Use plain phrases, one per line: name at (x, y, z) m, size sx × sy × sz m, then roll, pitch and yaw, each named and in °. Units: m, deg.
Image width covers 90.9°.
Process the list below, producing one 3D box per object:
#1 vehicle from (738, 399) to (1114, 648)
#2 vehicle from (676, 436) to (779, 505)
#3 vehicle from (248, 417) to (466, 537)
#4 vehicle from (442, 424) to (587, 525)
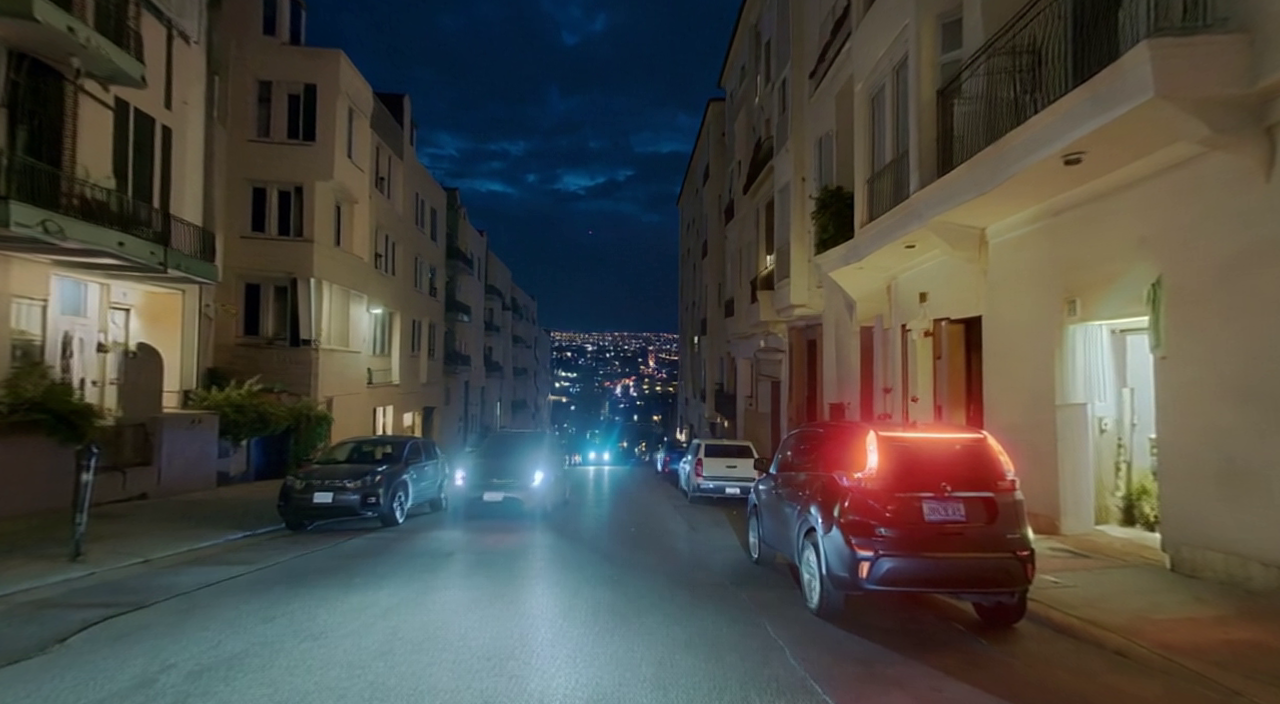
vehicle at (2.261, 1.433, 6.321) m, size 1.839 × 1.678 × 3.918 m, roll 0°, pitch -8°, yaw -1°
vehicle at (1.983, 2.817, 15.585) m, size 1.786 × 1.447 × 4.314 m, roll 0°, pitch -8°, yaw -2°
vehicle at (-4.556, 2.098, 11.039) m, size 1.883 × 1.499 × 4.426 m, roll 6°, pitch -9°, yaw -3°
vehicle at (-2.084, 2.122, 11.449) m, size 1.845 × 1.544 × 3.388 m, roll 0°, pitch -8°, yaw 1°
